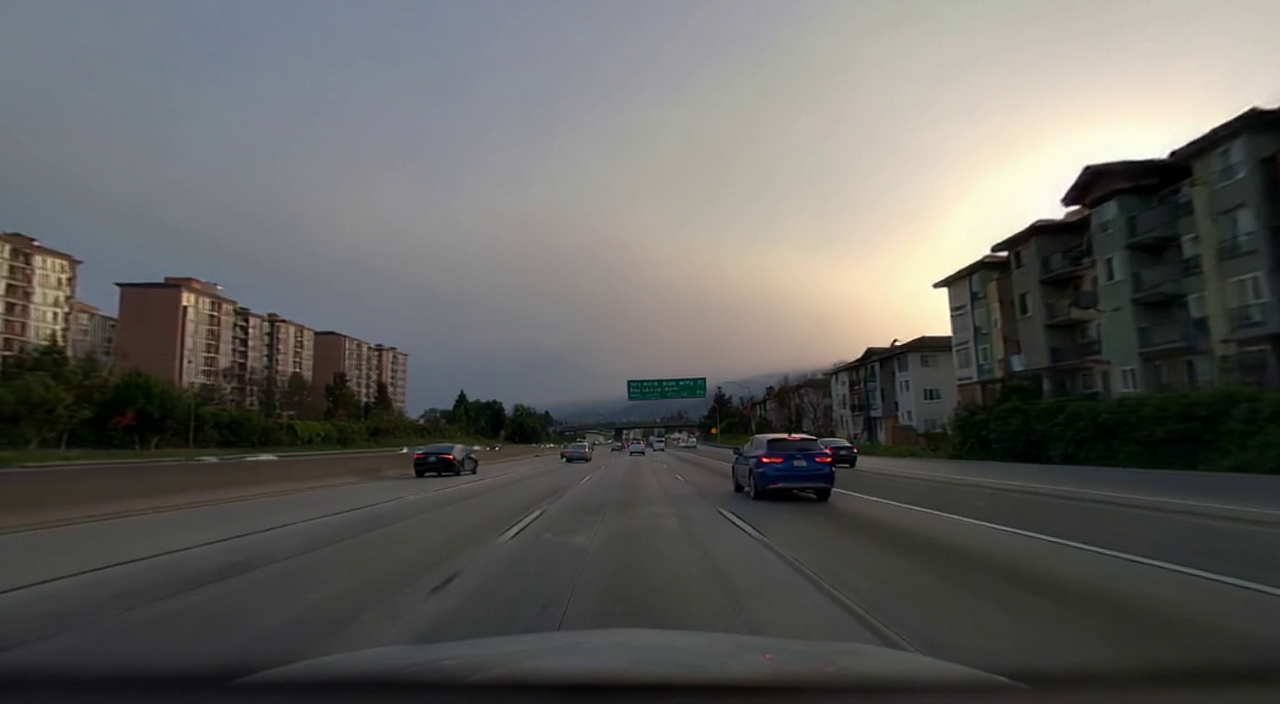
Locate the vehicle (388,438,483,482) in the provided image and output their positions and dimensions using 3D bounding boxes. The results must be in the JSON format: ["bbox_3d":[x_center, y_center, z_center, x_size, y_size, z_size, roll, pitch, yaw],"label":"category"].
[{"bbox_3d":[-7.500,3.999,23.685,2.021,1.496,4.495,0,-9,1],"label":"vehicle"}]

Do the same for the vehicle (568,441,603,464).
[{"bbox_3d":[-3.689,6.855,43.313,2.002,1.466,4.378,0,-9,0],"label":"vehicle"}]

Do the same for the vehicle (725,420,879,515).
[{"bbox_3d":[3.235,2.421,13.659,2.080,1.694,4.286,0,-9,-1],"label":"vehicle"}]
